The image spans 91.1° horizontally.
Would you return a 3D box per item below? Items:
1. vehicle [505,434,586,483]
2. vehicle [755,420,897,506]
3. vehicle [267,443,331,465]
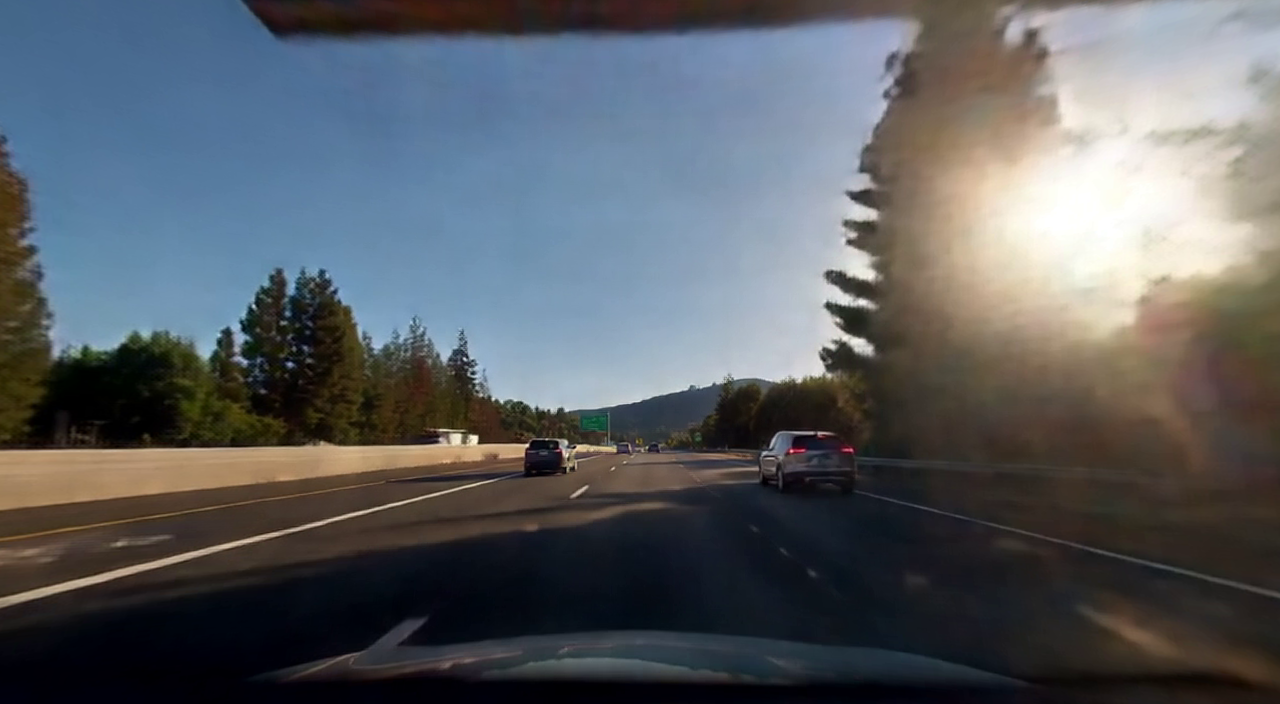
[{"bbox_3d":[-3.325,3.855,22.954,2.166,1.608,4.297,0,-8,2],"label":"vehicle"},{"bbox_3d":[4.389,2.698,15.668,2.149,1.796,4.487,0,-8,0],"label":"vehicle"},{"bbox_3d":[-24.448,7.312,45.218,1.845,1.484,4.753,0,-8,2],"label":"vehicle"}]
